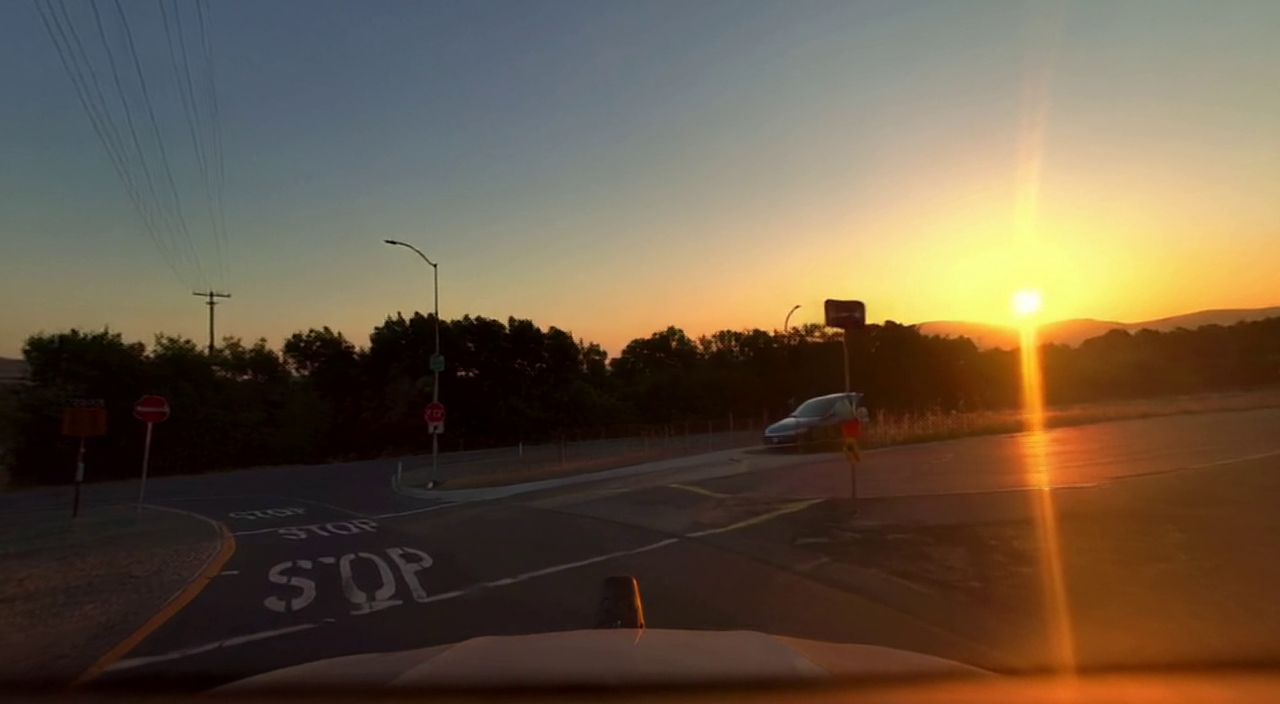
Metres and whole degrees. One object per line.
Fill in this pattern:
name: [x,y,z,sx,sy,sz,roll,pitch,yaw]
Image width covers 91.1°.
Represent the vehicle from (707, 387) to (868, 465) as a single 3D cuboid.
vehicle: [4.440,2.168,18.786,4.403,1.574,1.914,-6,-4,-31]
